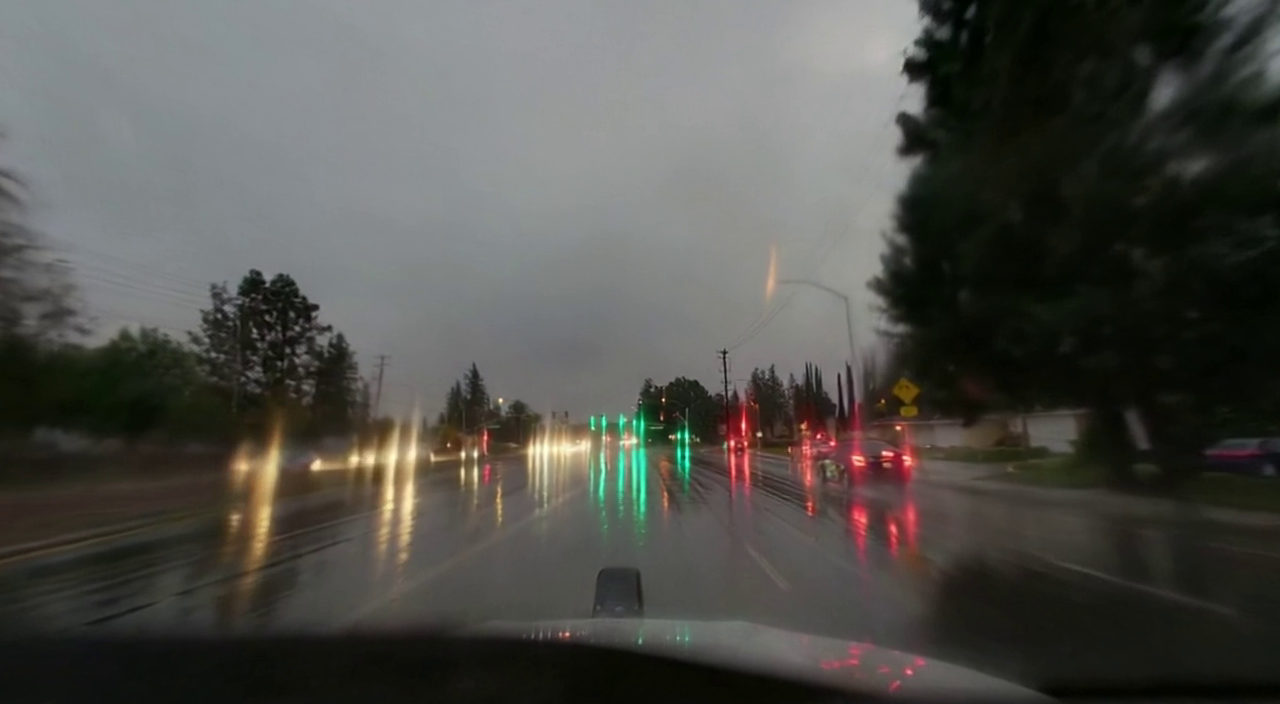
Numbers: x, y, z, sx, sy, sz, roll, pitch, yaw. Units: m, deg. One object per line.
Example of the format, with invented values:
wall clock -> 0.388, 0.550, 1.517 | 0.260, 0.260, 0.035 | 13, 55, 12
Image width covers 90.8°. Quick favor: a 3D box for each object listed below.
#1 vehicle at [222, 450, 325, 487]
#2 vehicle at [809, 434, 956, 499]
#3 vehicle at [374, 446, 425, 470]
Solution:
vehicle -> -16.265, 5.160, 28.363 | 1.903, 1.477, 4.721 | 0, -8, -2
vehicle -> 6.382, 3.067, 17.342 | 2.113, 1.520, 4.650 | 0, -8, -1
vehicle -> -17.351, 7.642, 45.787 | 1.937, 1.676, 4.718 | 0, -8, -1
